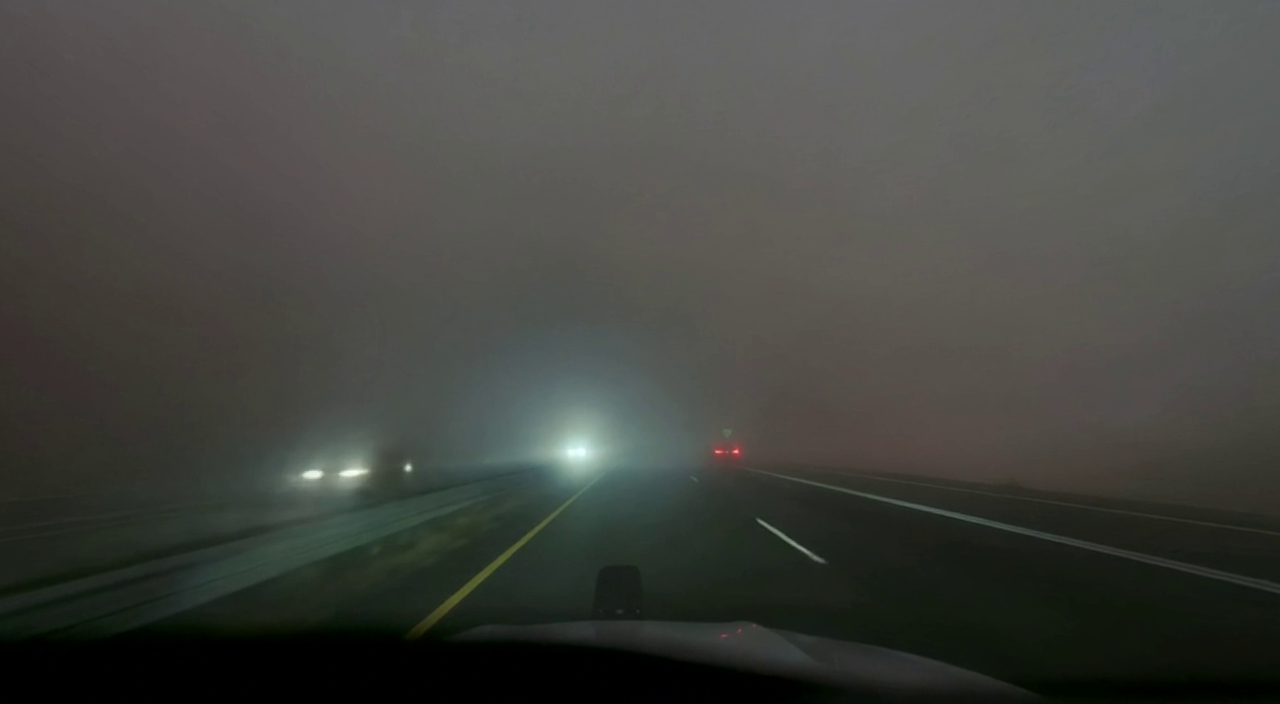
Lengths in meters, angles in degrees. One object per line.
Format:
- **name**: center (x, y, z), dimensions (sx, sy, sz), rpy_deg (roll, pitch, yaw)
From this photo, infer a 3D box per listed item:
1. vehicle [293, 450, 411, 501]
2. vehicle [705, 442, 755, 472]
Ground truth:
- **vehicle**: center (-9.494, 4.081, 21.189), dimensions (1.888, 1.495, 4.445), rpy_deg (0, -9, -1)
- **vehicle**: center (4.515, 5.345, 32.126), dimensions (1.923, 1.408, 3.835), rpy_deg (0, -9, -1)
